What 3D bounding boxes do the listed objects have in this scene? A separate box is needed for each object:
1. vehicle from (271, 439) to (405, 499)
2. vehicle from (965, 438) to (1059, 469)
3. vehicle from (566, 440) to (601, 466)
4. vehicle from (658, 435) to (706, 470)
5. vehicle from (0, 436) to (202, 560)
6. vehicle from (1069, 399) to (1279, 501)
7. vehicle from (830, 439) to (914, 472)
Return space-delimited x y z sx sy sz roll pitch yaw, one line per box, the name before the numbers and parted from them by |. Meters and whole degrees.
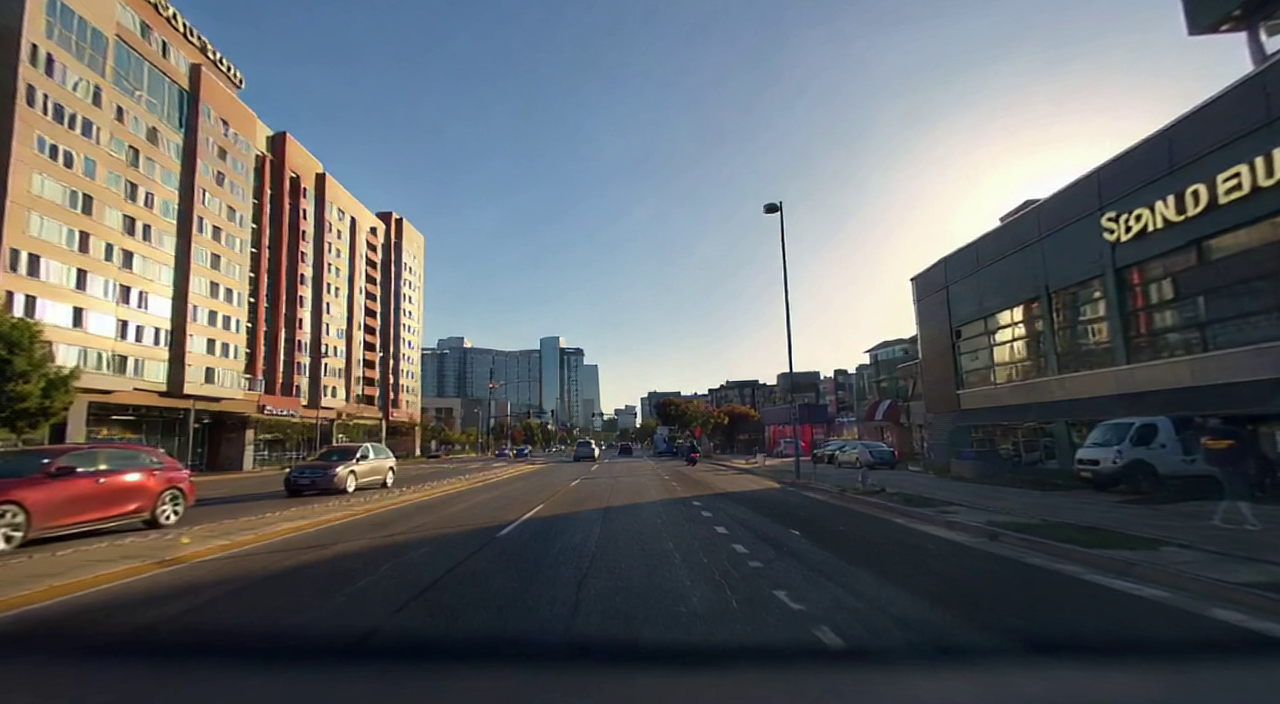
vehicle | -8.872 3.456 19.073 1.969 1.489 4.522 -2 -8 -2
vehicle | 19.999 5.492 34.263 2.013 1.548 4.579 1 -9 -5
vehicle | -3.714 6.682 42.054 2.046 1.617 4.601 0 -8 -2
vehicle | 2.241 5.584 35.308 2.130 1.787 5.126 0 -8 -2
vehicle | -8.707 2.003 9.043 1.923 1.482 4.273 -3 -8 -1
vehicle | 13.370 2.214 14.521 5.419 2.120 2.164 0 -8 -3
vehicle | 11.741 5.233 32.363 1.954 1.483 4.742 -2 -7 -7
